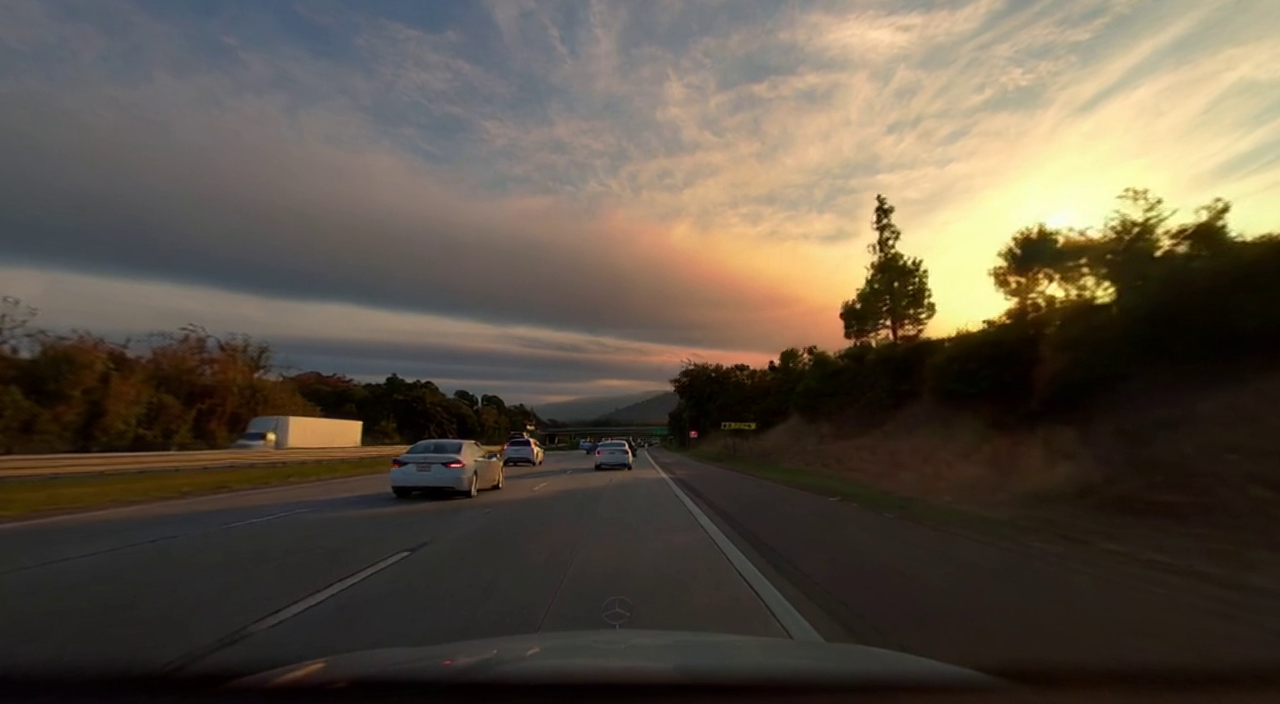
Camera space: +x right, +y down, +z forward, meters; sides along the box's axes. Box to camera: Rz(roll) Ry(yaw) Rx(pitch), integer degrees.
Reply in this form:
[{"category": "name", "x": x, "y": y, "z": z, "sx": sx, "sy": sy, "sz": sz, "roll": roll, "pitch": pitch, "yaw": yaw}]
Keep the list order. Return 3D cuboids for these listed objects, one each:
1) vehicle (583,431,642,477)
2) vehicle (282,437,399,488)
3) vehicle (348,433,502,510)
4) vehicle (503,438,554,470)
[{"category": "vehicle", "x": -1.057, "y": 4.028, "z": 25.228, "sx": 2.178, "sy": 1.658, "sz": 3.916, "roll": 0, "pitch": -8, "yaw": -1}, {"category": "vehicle", "x": -9.501, "y": 3.498, "z": 20.332, "sx": 1.850, "sy": 1.439, "sz": 3.932, "roll": 0, "pitch": -8, "yaw": 0}, {"category": "vehicle", "x": -4.662, "y": 2.612, "z": 14.432, "sx": 1.971, "sy": 1.464, "sz": 4.386, "roll": 0, "pitch": -8, "yaw": 0}, {"category": "vehicle", "x": -5.534, "y": 5.082, "z": 31.625, "sx": 1.835, "sy": 1.432, "sz": 3.835, "roll": 0, "pitch": -8, "yaw": 0}]
